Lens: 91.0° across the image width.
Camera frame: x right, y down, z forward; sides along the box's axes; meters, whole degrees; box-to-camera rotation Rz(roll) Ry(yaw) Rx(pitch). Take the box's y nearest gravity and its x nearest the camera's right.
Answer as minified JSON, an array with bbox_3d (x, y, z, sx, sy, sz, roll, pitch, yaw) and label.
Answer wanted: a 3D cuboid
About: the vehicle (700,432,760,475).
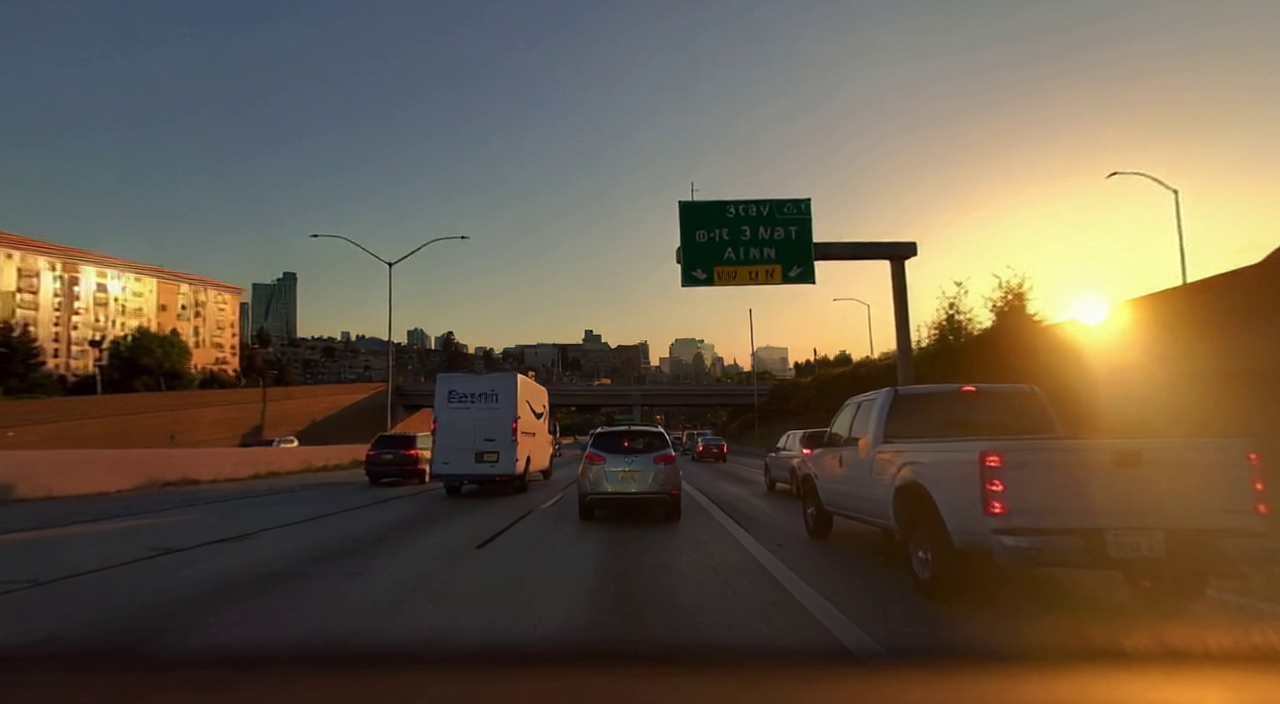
[{"bbox_3d":[3.926,4.512,28.196,2.064,1.720,4.416,0,-8,0],"label":"vehicle"}]

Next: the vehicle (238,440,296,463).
[{"bbox_3d":[-26.259,6.988,44.492,1.684,1.517,3.805,0,-9,0],"label":"vehicle"}]

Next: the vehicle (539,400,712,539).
[{"bbox_3d":[-0.182,1.887,10.629,2.287,1.823,4.369,0,-8,0],"label":"vehicle"}]

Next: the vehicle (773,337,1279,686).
[{"bbox_3d":[3.057,1.238,6.061,2.341,1.890,5.144,1,-9,-1],"label":"vehicle"}]

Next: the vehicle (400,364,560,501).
[{"bbox_3d":[-3.722,2.152,16.403,2.415,2.821,6.636,0,-9,0],"label":"vehicle"}]
